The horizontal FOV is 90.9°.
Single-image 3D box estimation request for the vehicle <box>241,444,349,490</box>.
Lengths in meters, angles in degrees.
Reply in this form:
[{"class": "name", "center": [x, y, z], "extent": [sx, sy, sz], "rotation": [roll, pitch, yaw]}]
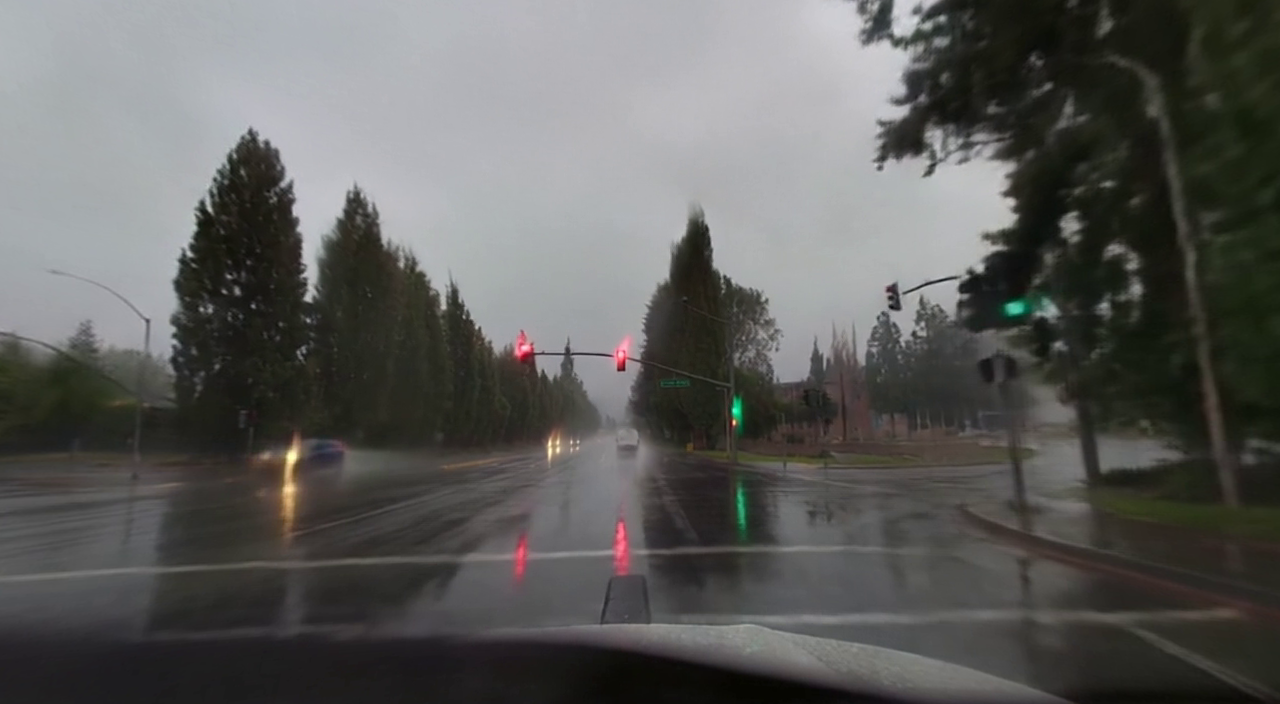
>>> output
[{"class": "vehicle", "center": [-12.955, 4.305, 24.006], "extent": [1.877, 1.600, 3.952], "rotation": [0, -8, 0]}]
